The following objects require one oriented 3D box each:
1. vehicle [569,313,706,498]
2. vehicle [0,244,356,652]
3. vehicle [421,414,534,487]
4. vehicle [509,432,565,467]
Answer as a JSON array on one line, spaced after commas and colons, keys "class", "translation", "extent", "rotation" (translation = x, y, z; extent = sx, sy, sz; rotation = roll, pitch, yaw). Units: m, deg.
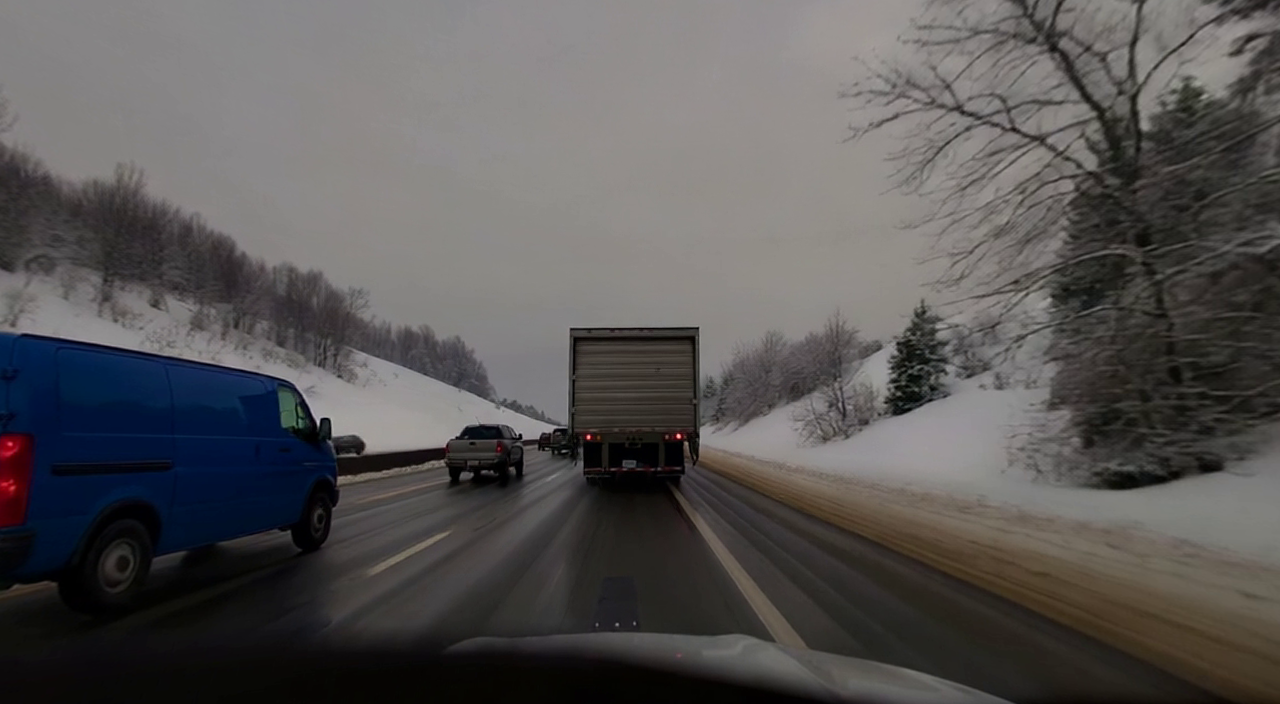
[{"class": "vehicle", "translation": [-0.203, 1.812, 18.827], "extent": [2.953, 4.041, 10.072], "rotation": [0, -8, -2]}, {"class": "vehicle", "translation": [-5.244, 0.887, 6.055], "extent": [2.478, 2.515, 5.438], "rotation": [0, -8, -1]}, {"class": "vehicle", "translation": [-4.851, 3.008, 19.603], "extent": [2.168, 1.985, 4.952], "rotation": [0, -8, 0]}, {"class": "vehicle", "translation": [-4.851, 4.653, 30.196], "extent": [1.931, 1.539, 4.441], "rotation": [0, -8, 0]}]
